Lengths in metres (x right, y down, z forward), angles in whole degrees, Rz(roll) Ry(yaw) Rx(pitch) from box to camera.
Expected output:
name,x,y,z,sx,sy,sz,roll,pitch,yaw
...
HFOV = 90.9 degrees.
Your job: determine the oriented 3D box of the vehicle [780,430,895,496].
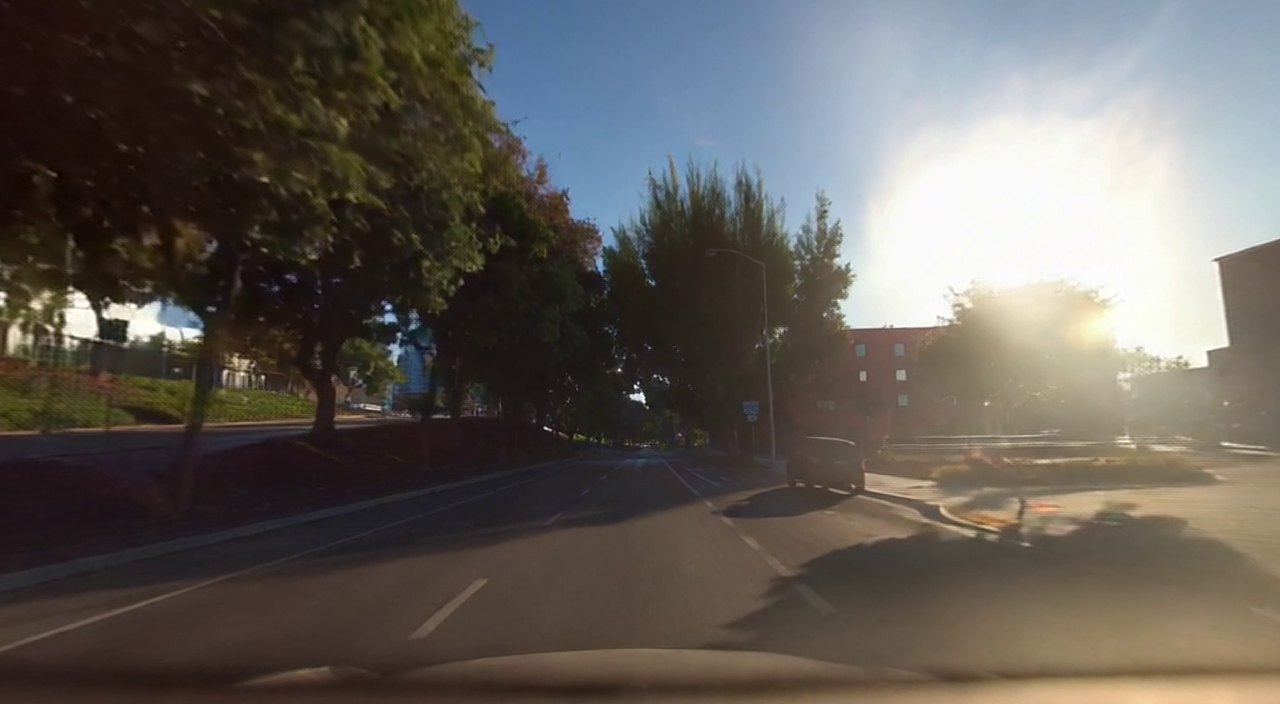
name,x,y,z,sx,sy,sz,roll,pitch,yaw
vehicle,6.066,3.466,20.128,2.177,1.788,5.106,0,-8,2
